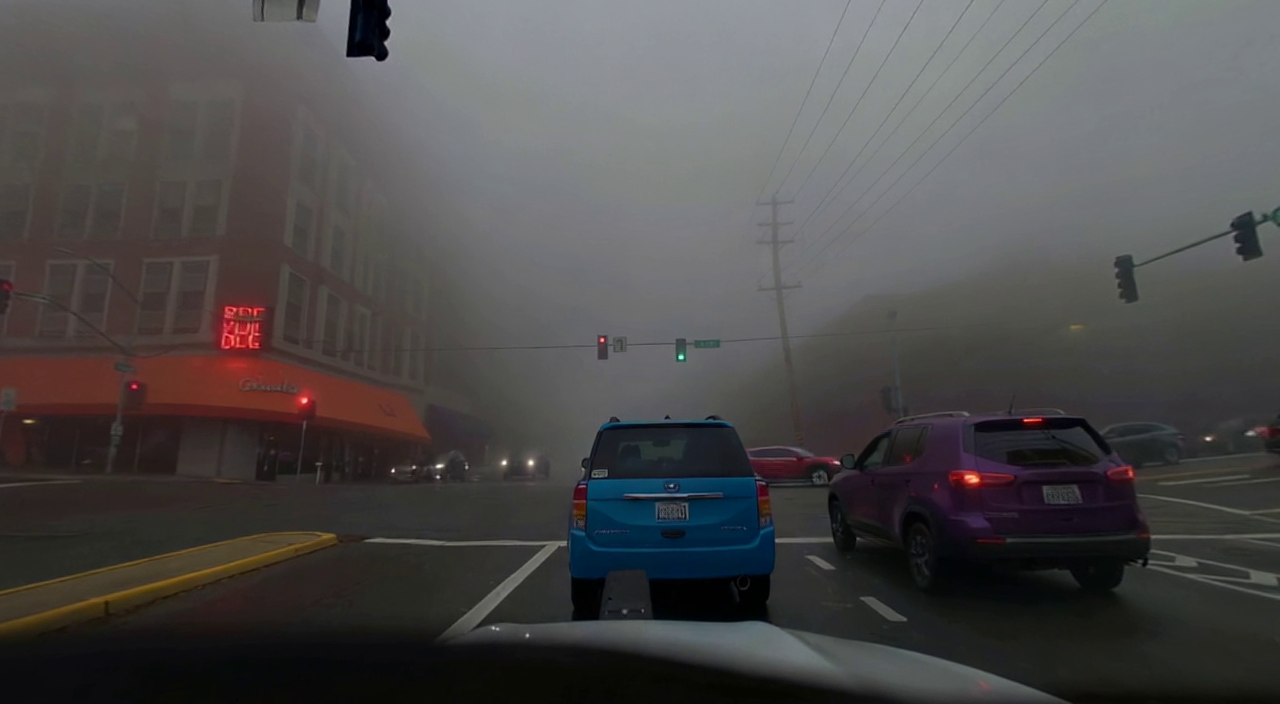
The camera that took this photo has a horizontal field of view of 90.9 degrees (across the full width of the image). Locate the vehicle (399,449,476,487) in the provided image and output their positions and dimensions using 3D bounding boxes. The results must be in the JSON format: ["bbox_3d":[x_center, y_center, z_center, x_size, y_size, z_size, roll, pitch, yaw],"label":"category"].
[{"bbox_3d":[-10.051,5.761,31.718,2.023,1.713,4.451,-1,-8,5],"label":"vehicle"}]

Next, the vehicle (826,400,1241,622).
[{"bbox_3d":[3.613,1.518,6.967,1.976,1.664,4.189,-1,-8,2],"label":"vehicle"}]

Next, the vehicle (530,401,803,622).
[{"bbox_3d":[0.251,1.513,6.844,2.098,1.682,3.778,0,-8,2],"label":"vehicle"}]

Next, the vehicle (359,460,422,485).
[{"bbox_3d":[-16.271,7.835,41.351,1.872,1.433,4.404,-1,-8,7],"label":"vehicle"}]
